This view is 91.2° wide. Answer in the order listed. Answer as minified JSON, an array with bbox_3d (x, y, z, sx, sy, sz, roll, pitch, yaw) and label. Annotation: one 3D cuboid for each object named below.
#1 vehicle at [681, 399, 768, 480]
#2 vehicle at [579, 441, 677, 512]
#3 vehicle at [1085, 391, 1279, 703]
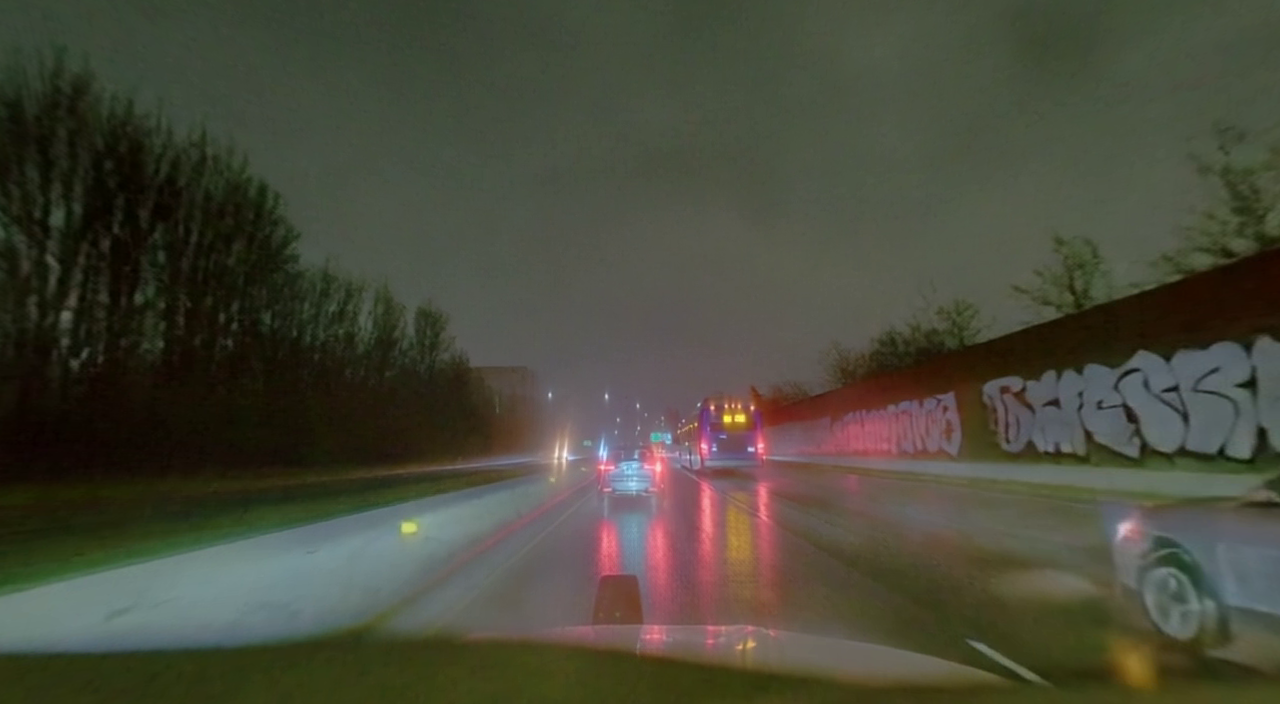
[{"bbox_3d":[4.087,4.761,33.618,3.055,3.479,12.521,-1,-9,1],"label":"vehicle"},{"bbox_3d":[-0.269,3.085,16.000,2.160,1.532,4.073,-1,-9,0],"label":"vehicle"},{"bbox_3d":[3.960,0.814,2.117,1.995,1.507,3.915,-1,-9,0],"label":"vehicle"}]
